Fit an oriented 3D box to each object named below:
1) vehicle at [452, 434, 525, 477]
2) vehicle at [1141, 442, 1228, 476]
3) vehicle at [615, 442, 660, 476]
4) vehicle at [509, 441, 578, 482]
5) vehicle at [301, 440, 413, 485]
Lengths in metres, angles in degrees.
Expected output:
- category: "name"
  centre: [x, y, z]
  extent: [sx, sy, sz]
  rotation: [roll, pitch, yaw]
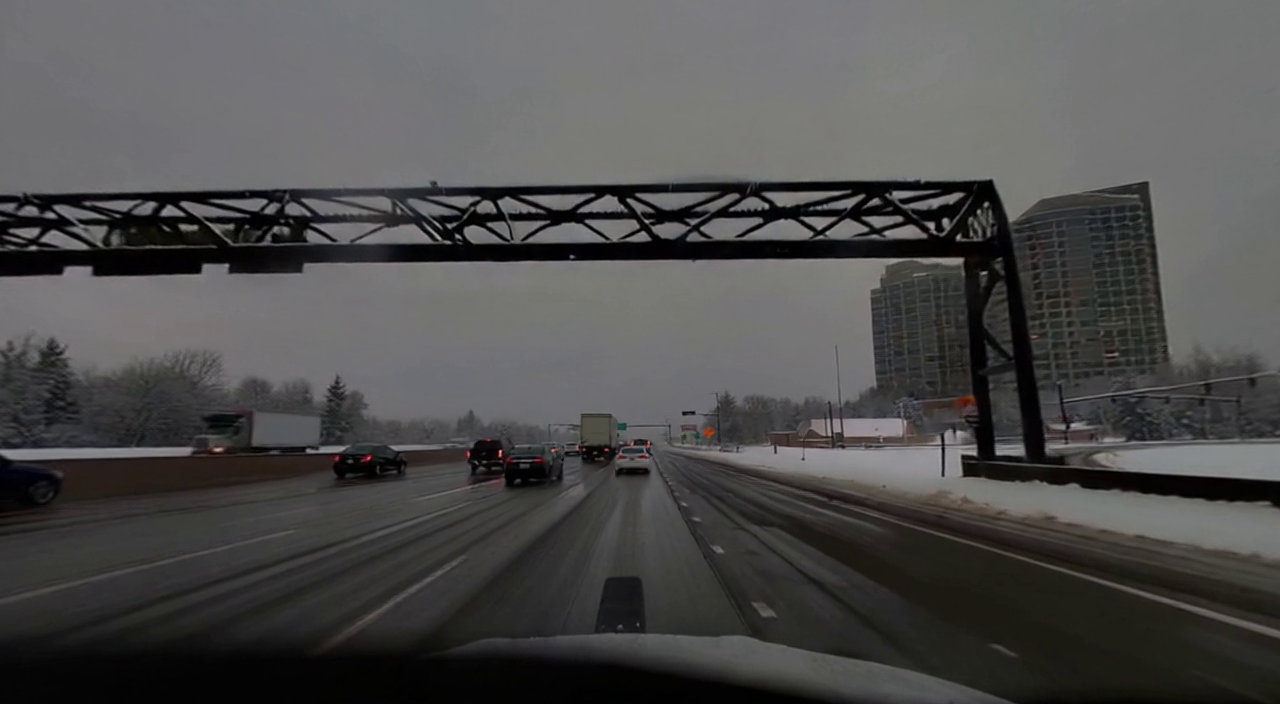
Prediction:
- category: "vehicle"
  centre: [-6.980, 4.828, 29.622]
  extent: [2.190, 1.821, 4.800]
  rotation: [0, -8, 1]
- category: "vehicle"
  centre: [26.718, 5.224, 31.073]
  extent: [2.059, 1.507, 4.352]
  rotation: [-4, -9, 25]
- category: "vehicle"
  centre: [-0.120, 5.067, 29.960]
  extent: [1.991, 1.488, 3.922]
  rotation: [0, -8, 0]
- category: "vehicle"
  centre: [-3.762, 4.361, 25.363]
  extent: [2.016, 1.497, 4.235]
  rotation: [0, -8, 1]
- category: "vehicle"
  centre: [-10.517, 4.119, 23.849]
  extent: [1.987, 1.495, 4.710]
  rotation: [0, -8, 1]
